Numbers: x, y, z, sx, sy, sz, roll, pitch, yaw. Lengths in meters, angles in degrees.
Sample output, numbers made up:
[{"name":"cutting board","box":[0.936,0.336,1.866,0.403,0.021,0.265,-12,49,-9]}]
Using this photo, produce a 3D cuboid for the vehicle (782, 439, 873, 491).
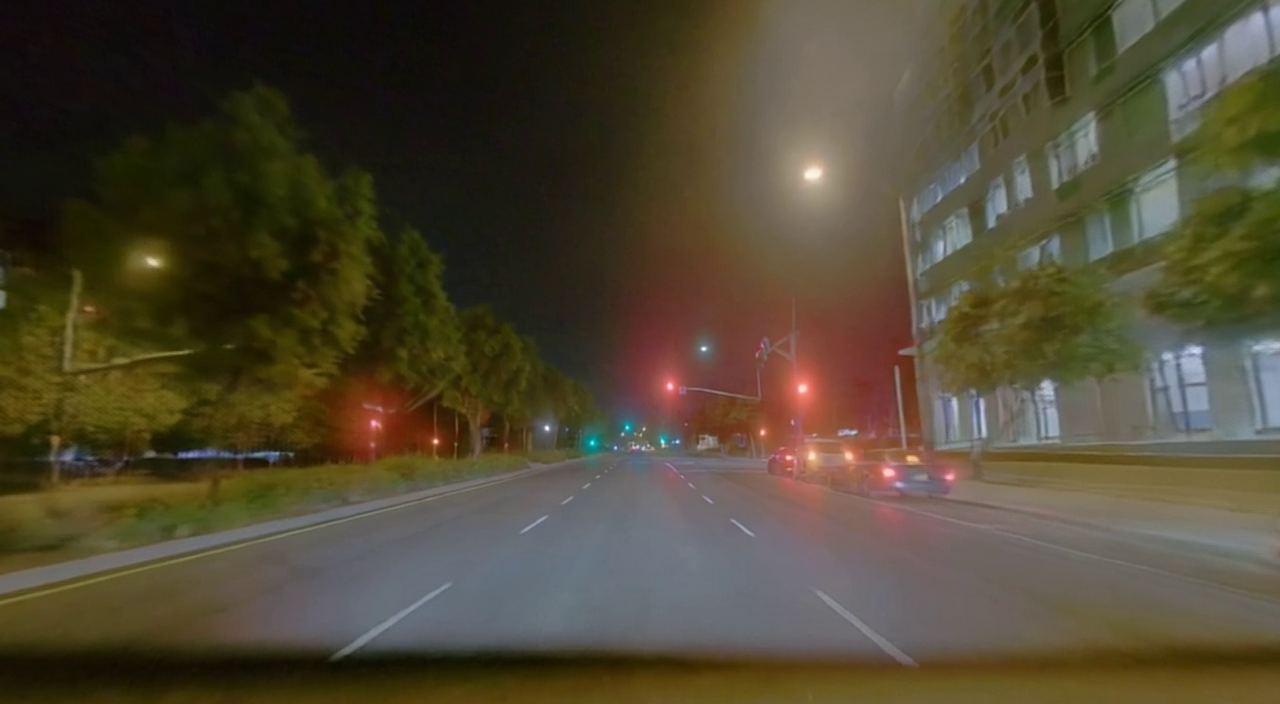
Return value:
[{"name":"vehicle","box":[6.738,4.089,23.258,1.980,1.675,4.854,0,-9,1]}]

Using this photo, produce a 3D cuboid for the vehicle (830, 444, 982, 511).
[{"name":"vehicle","box":[6.643,3.151,16.444,1.847,1.472,4.846,0,-9,0]}]
